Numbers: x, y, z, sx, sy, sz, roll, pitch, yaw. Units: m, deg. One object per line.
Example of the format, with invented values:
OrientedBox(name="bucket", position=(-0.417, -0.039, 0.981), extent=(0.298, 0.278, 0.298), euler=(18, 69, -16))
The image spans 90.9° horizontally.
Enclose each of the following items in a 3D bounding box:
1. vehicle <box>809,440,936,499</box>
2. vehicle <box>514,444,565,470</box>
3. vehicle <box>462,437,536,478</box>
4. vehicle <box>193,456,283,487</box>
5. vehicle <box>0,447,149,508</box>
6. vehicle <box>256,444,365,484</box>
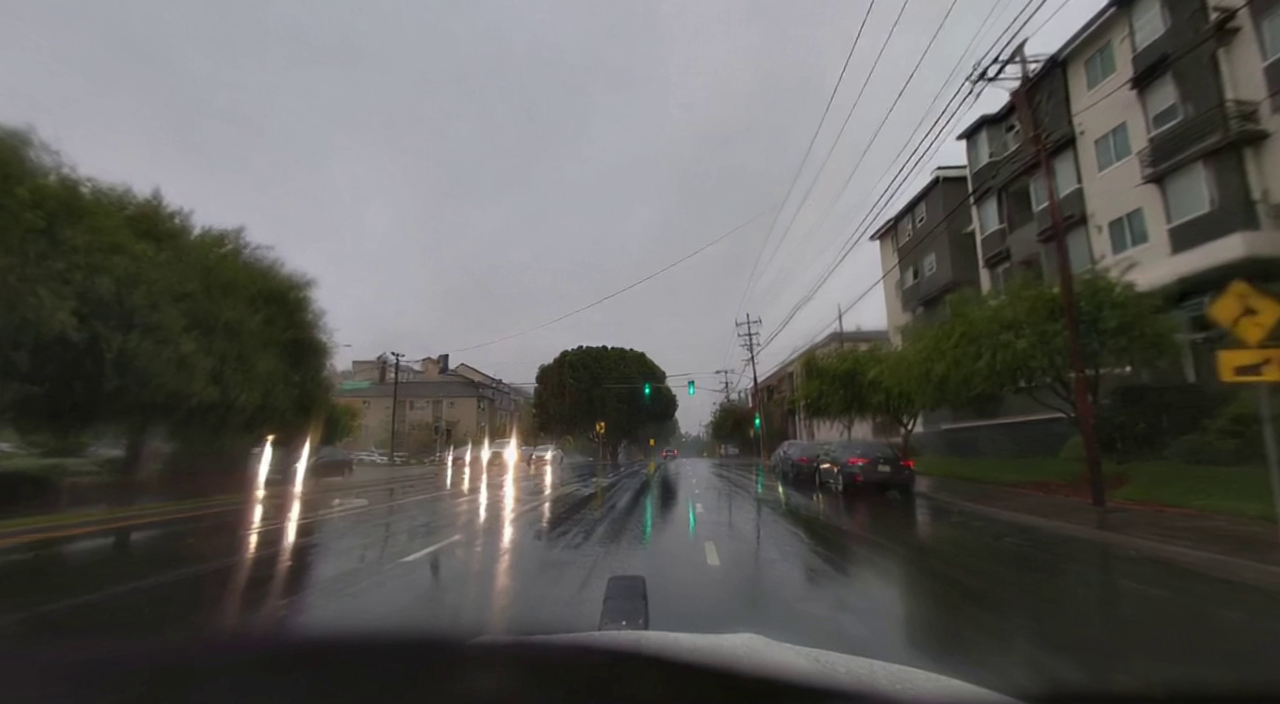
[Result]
OrientedBox(name="vehicle", position=(6.521, 3.316, 18.339), extent=(2.121, 1.459, 4.591), euler=(0, -8, 2))
OrientedBox(name="vehicle", position=(-5.865, 6.158, 37.281), extent=(1.953, 1.471, 4.744), euler=(-1, -8, 4))
OrientedBox(name="vehicle", position=(-6.612, 5.002, 30.186), extent=(2.074, 1.794, 4.832), euler=(-1, -8, 5))
OrientedBox(name="vehicle", position=(-22.170, 6.591, 35.012), extent=(1.846, 1.489, 4.409), euler=(-1, -8, 4))
OrientedBox(name="vehicle", position=(-19.338, 4.104, 21.185), extent=(1.879, 1.751, 4.454), euler=(-1, -8, 4))
OrientedBox(name="vehicle", position=(-15.417, 5.224, 29.890), extent=(2.284, 1.738, 4.773), euler=(-1, -8, 4))
